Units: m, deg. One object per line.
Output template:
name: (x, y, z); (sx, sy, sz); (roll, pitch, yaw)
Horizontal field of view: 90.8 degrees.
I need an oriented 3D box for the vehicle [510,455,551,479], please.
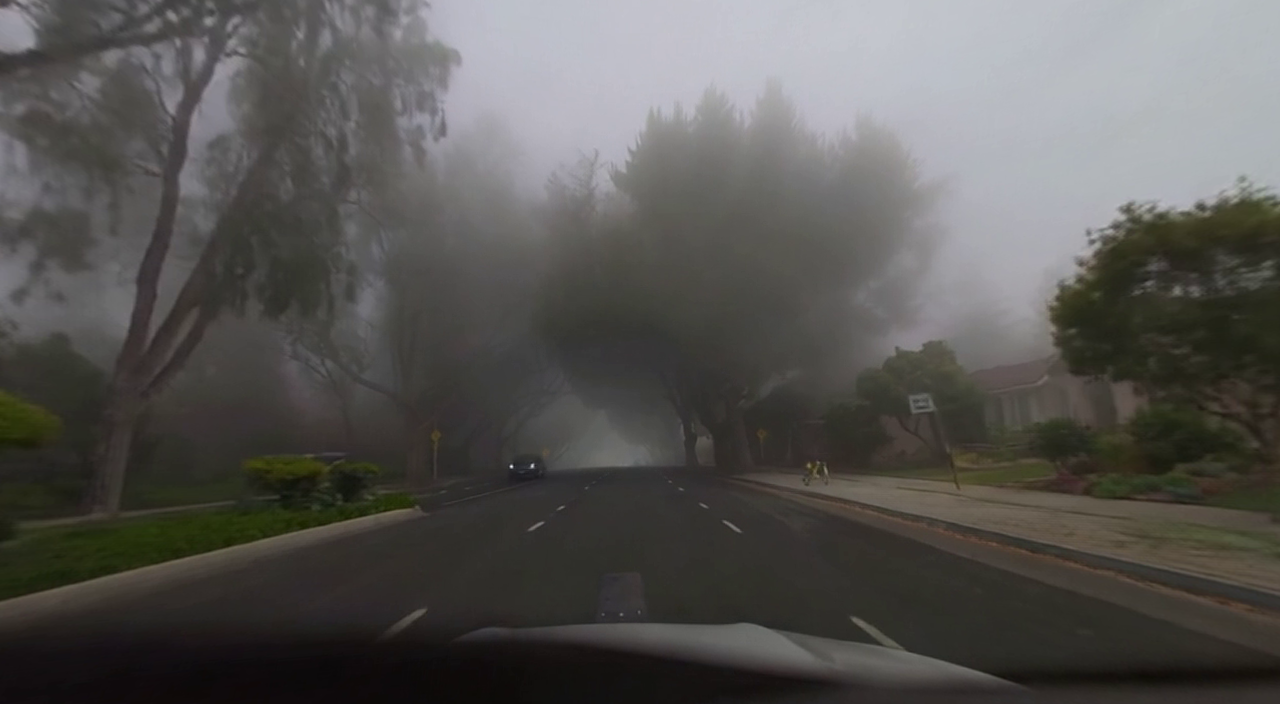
vehicle: (-7.408, 7.835, 43.247); (2.006, 1.501, 4.789); (0, -9, 0)
